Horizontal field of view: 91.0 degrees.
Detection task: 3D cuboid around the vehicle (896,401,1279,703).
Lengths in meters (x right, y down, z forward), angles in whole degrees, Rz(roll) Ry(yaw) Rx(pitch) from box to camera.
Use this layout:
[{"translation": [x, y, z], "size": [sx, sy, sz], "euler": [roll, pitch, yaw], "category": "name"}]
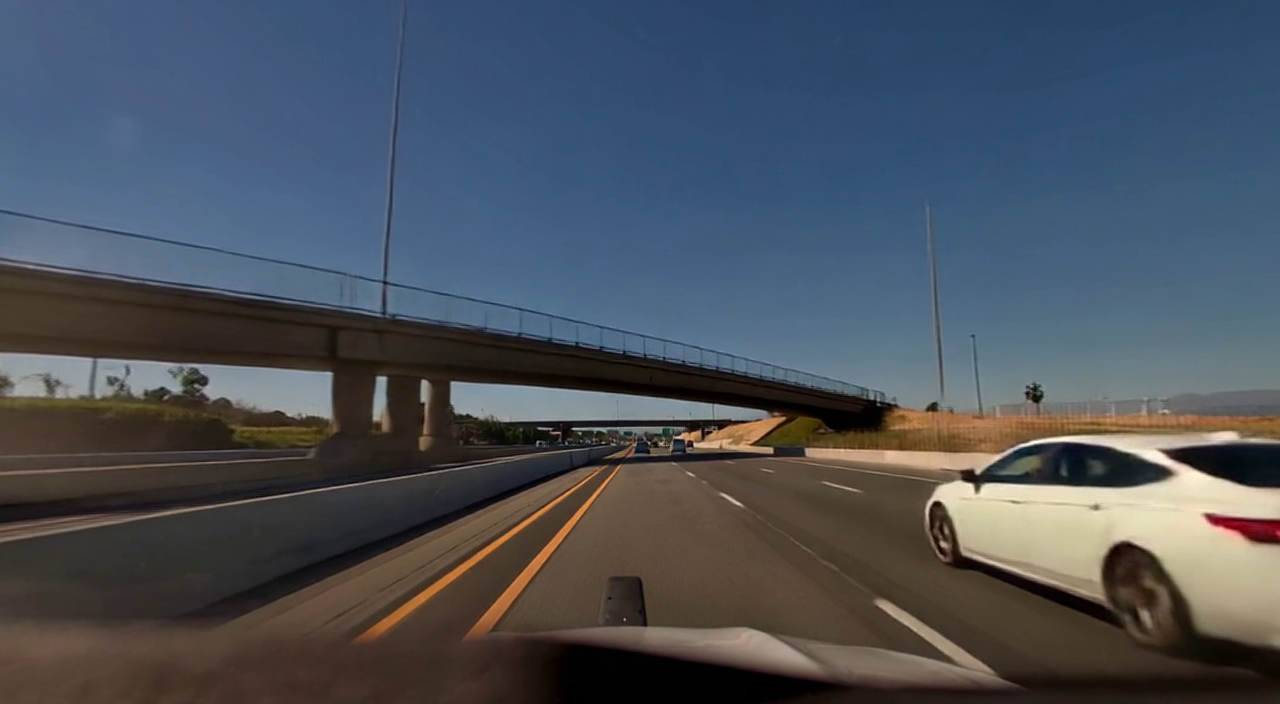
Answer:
[{"translation": [3.492, 1.124, 3.714], "size": [2.091, 1.482, 4.522], "euler": [0, -8, 1], "category": "vehicle"}]
